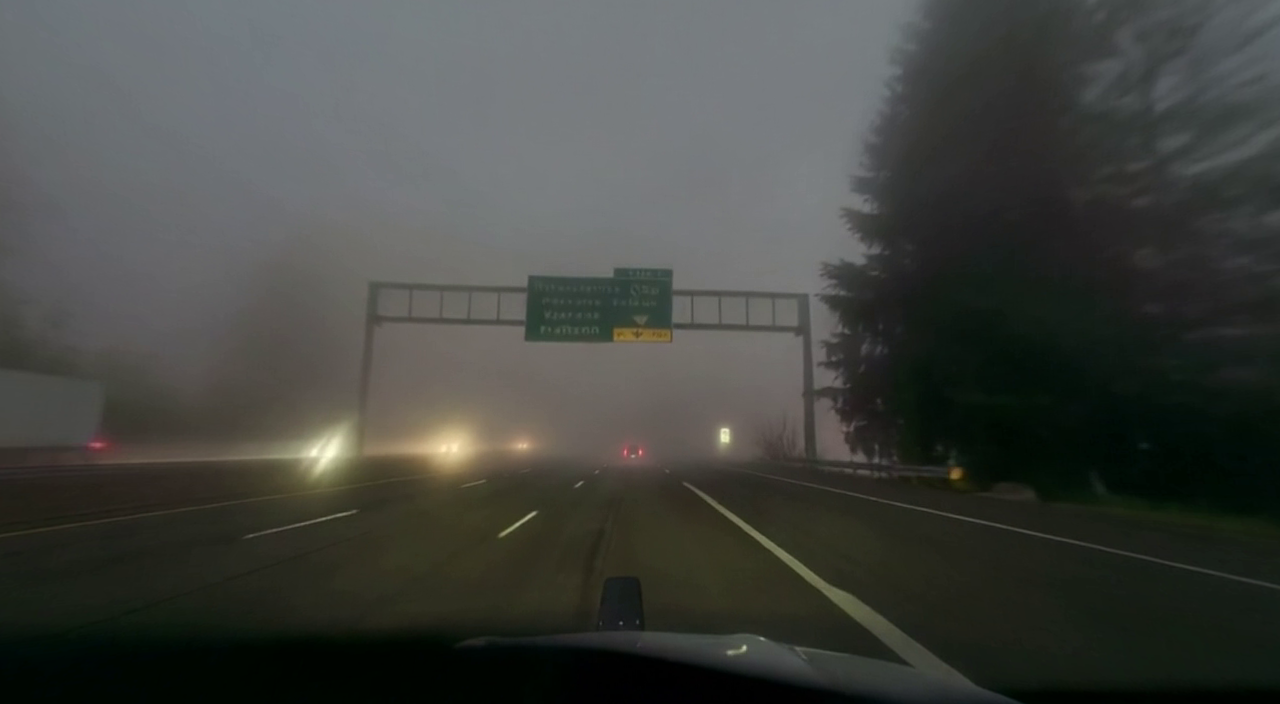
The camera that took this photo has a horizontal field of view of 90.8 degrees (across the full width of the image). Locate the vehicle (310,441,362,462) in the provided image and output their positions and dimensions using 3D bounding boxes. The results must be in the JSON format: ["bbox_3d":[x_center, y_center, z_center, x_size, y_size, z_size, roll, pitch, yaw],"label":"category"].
[{"bbox_3d":[-21.632,7.109,45.041,1.752,1.424,3.932,0,-9,-1],"label":"vehicle"}]
